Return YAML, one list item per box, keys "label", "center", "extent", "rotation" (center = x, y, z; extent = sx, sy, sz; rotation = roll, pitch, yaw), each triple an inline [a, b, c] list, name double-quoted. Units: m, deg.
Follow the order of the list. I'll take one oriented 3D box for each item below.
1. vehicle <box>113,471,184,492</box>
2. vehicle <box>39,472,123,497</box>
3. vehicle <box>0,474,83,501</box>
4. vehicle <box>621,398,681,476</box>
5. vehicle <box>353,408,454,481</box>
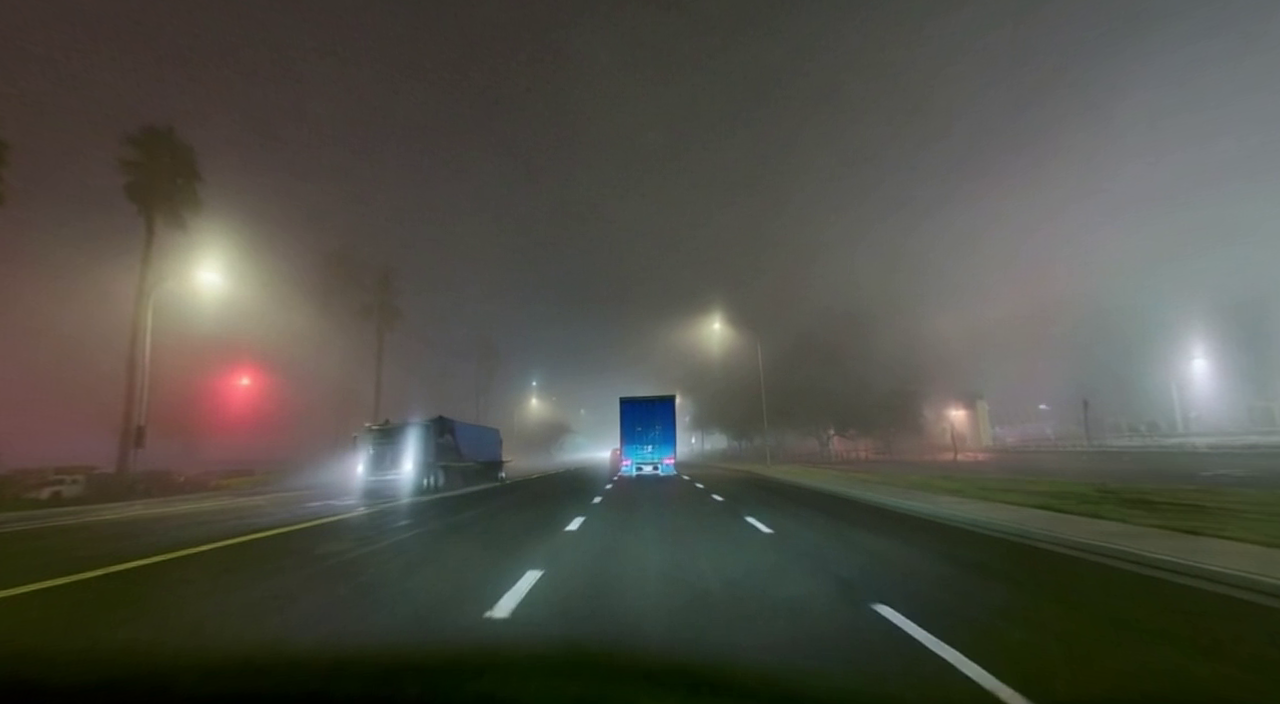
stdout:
- label: "vehicle"
  center: [-35.414, 9.316, 45.265]
  extent: [3.601, 1.427, 1.646]
  rotation: [0, -9, -2]
- label: "vehicle"
  center: [-35.205, 8.352, 39.589]
  extent: [3.645, 1.423, 1.671]
  rotation: [0, -9, 2]
- label: "vehicle"
  center: [-35.285, 7.941, 36.801]
  extent: [3.645, 1.436, 1.673]
  rotation: [0, -9, 1]
- label: "vehicle"
  center: [0.368, 5.194, 37.773]
  extent: [2.992, 3.949, 11.815]
  rotation: [0, -9, -2]
- label: "vehicle"
  center: [-14.009, 5.595, 37.969]
  extent: [3.008, 3.997, 7.313]
  rotation: [0, -9, 2]
